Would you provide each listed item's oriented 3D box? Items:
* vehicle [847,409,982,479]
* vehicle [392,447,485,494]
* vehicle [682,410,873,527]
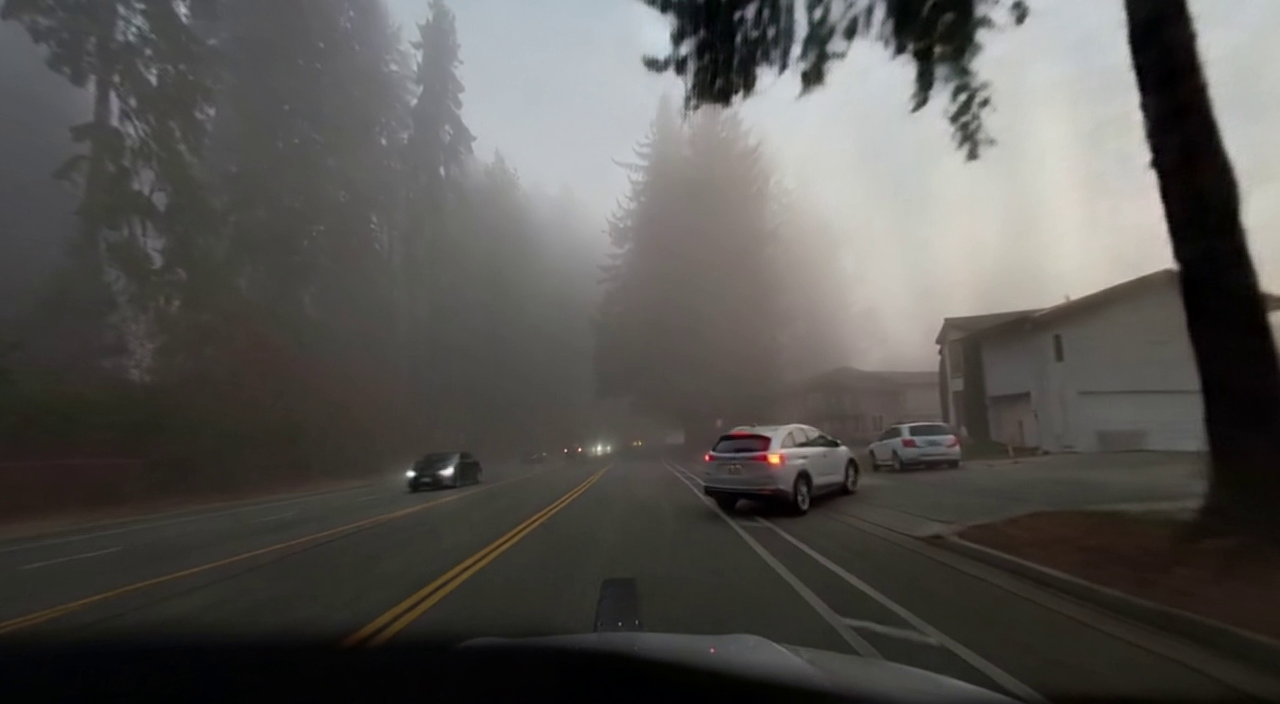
[{"bbox_3d":[8.577,3.007,20.292,2.007,1.803,4.835,-5,-9,-1],"label":"vehicle"},{"bbox_3d":[-7.194,4.240,22.998,1.894,1.476,4.429,-2,-8,1],"label":"vehicle"},{"bbox_3d":[2.984,2.253,12.750,2.268,1.862,4.724,-5,-10,31],"label":"vehicle"}]
